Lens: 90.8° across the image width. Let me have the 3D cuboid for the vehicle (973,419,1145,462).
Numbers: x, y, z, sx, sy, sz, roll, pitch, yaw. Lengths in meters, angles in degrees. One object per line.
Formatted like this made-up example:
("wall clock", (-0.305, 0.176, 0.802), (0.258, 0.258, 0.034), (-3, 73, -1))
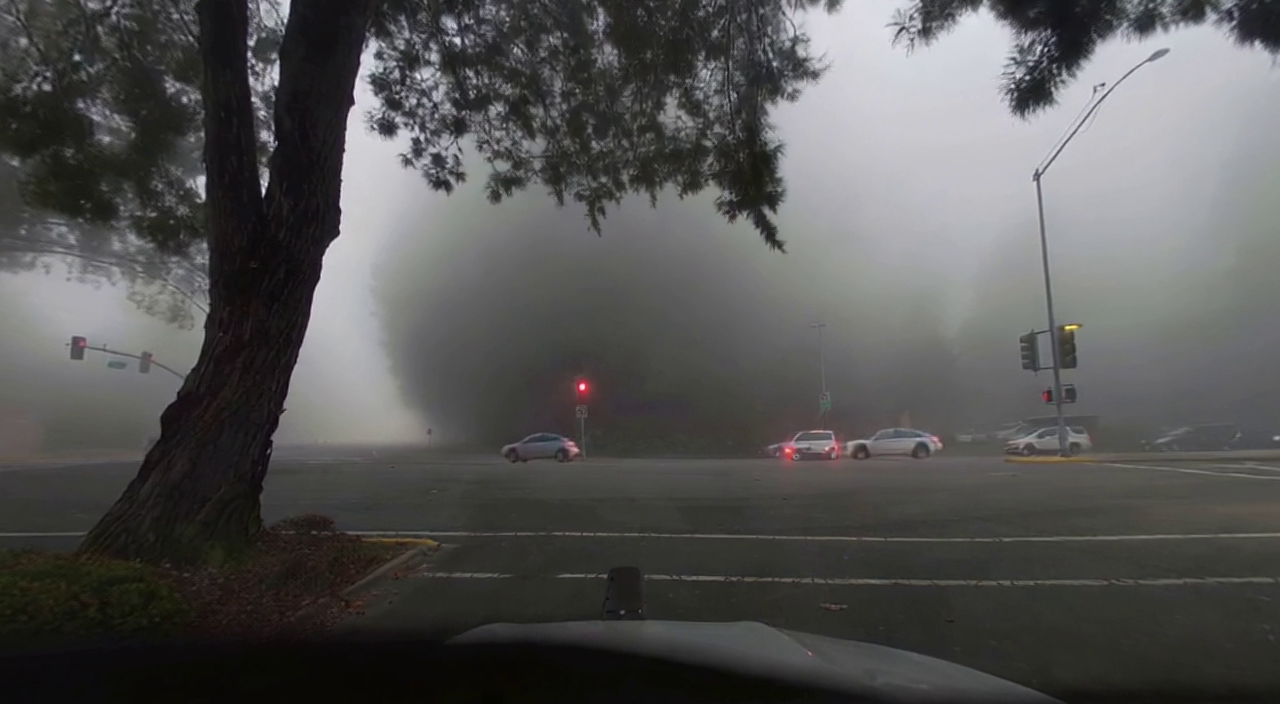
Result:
("vehicle", (15.042, 3.210, 22.933), (4.749, 1.461, 1.892), (-1, -9, 9))

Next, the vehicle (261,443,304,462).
("vehicle", (-28.023, 7.883, 49.619), (2.235, 1.417, 4.272), (3, -9, -21))

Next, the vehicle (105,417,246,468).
("vehicle", (-30.834, 6.013, 42.043), (7.790, 3.197, 2.653), (-1, -9, 10))

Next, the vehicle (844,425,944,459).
("vehicle", (13.468, 4.815, 33.799), (4.590, 1.701, 1.881), (-2, -9, 11))

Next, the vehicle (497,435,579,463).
("vehicle", (-5.993, 5.721, 37.302), (4.370, 1.592, 1.886), (-2, -9, 10))
